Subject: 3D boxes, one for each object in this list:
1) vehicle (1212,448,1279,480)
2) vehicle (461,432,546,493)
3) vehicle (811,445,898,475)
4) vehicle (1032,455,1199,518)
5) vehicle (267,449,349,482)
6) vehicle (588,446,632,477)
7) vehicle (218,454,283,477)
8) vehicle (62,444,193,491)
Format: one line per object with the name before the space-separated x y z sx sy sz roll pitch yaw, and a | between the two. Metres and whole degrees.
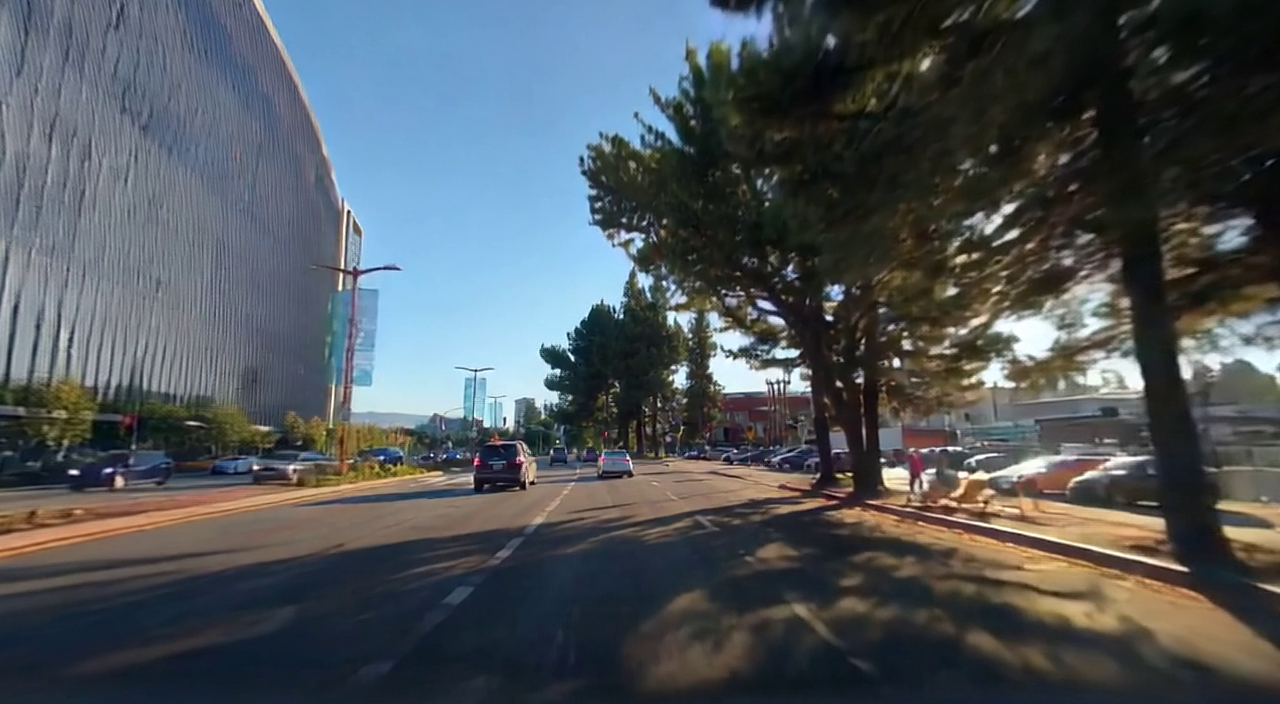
vehicle | 32.870 5.833 33.036 1.864 1.461 4.266 -1 -7 -1
vehicle | -4.413 3.635 21.179 2.001 1.784 4.483 0 -8 -2
vehicle | 12.269 6.192 36.340 4.264 1.566 1.854 -2 -9 1
vehicle | 14.892 4.187 20.162 1.893 1.646 4.288 -1 -8 0
vehicle | -15.758 5.385 30.287 1.818 1.379 4.350 0 -8 -4
vehicle | -1.527 5.364 31.163 2.050 1.385 4.096 0 -8 -4
vehicle | -26.688 7.781 43.473 1.840 1.430 4.736 0 -8 -5
vehicle | -22.892 5.139 28.560 2.111 1.874 4.888 0 -8 -5
